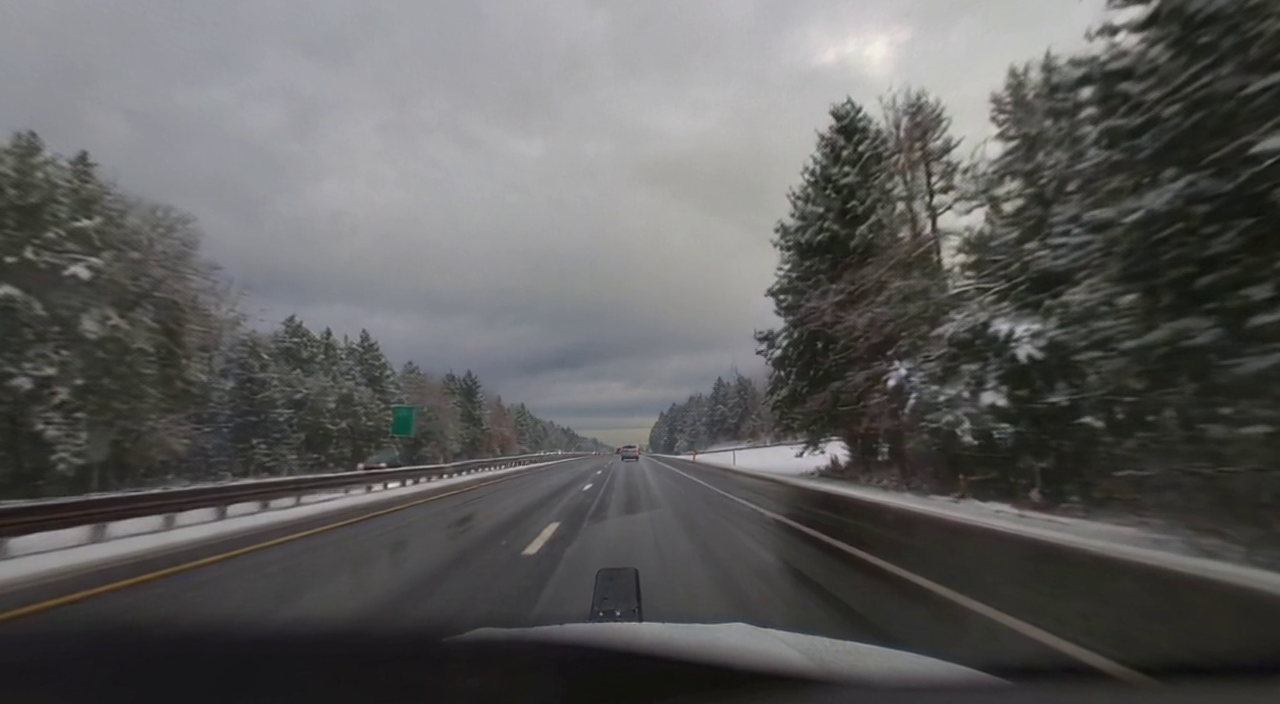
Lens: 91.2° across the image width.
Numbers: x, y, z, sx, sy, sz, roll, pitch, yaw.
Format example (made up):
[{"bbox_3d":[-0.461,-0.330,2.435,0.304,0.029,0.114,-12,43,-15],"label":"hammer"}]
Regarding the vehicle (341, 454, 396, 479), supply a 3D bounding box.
[{"bbox_3d":[-17.144,7.197,39.746,1.611,1.444,4.246,0,-9,-1],"label":"vehicle"}]
